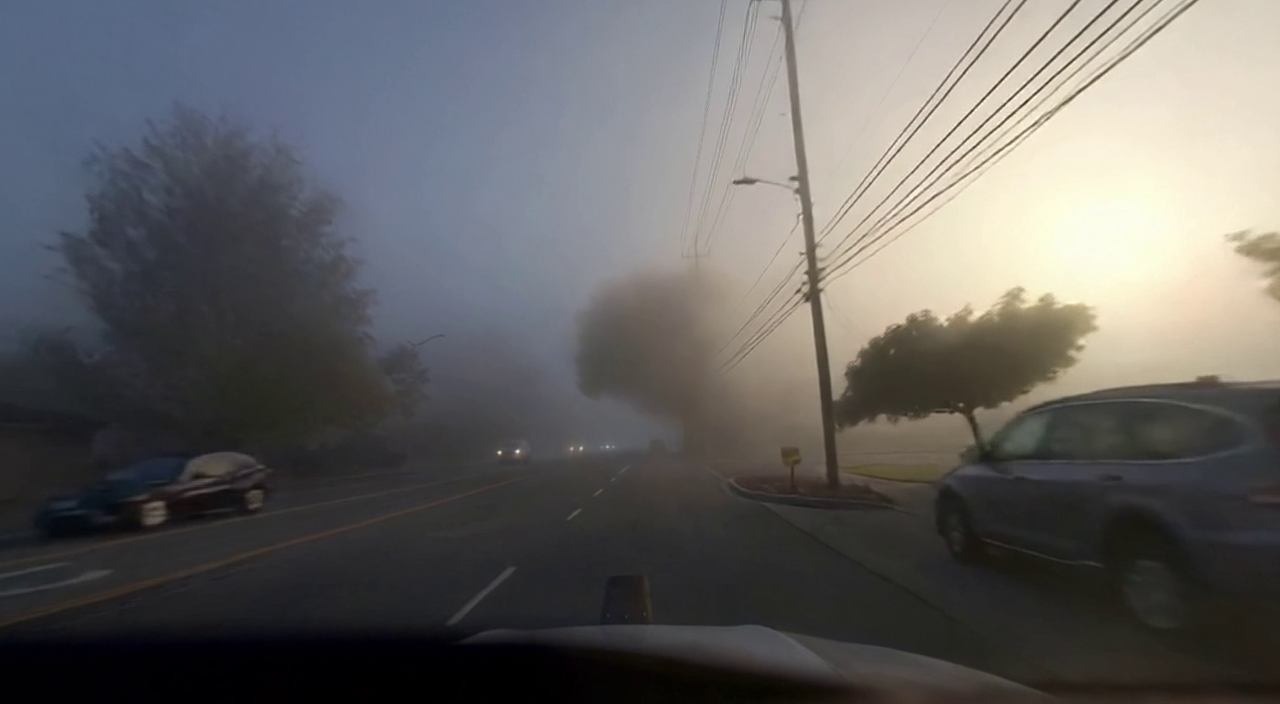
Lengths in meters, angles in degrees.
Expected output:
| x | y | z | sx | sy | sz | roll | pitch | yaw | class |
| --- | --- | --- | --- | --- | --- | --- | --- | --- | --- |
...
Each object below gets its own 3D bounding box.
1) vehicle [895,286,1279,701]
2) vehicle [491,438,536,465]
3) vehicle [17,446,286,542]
| x | y | z | sx | sy | sz | roll | pitch | yaw | class |
| --- | --- | --- | --- | --- | --- | --- | --- | --- | --- |
| 4.066 | 0.930 | 4.789 | 2.228 | 1.885 | 4.854 | 0 | -8 | 0 | vehicle |
| -8.576 | 6.784 | 42.983 | 2.003 | 1.719 | 4.489 | -1 | -8 | 2 | vehicle |
| -9.114 | 2.615 | 12.348 | 1.915 | 1.539 | 4.106 | 0 | -8 | 1 | vehicle |
